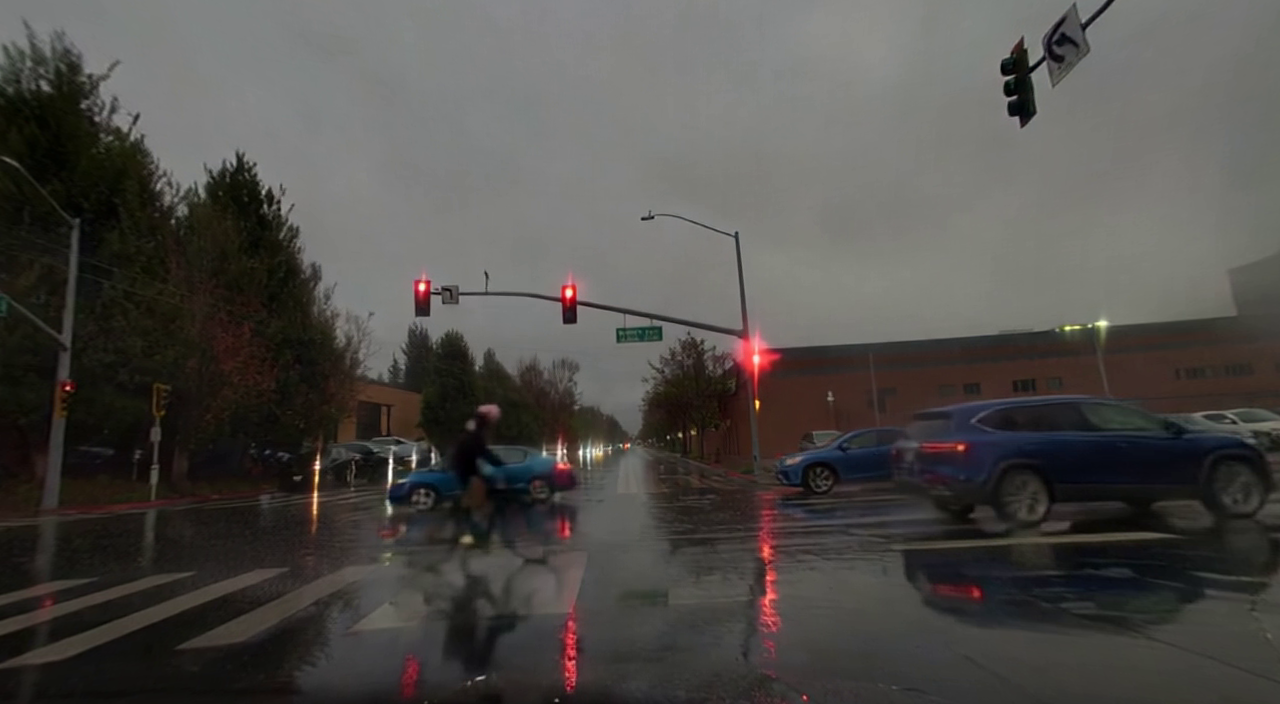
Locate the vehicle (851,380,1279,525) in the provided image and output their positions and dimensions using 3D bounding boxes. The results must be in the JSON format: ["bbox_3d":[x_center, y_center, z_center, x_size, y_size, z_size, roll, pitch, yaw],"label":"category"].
[{"bbox_3d":[6.104,1.499,9.458,5.122,1.781,2.098,-2,-9,4],"label":"vehicle"}]

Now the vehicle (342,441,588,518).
[{"bbox_3d":[-3.424,2.553,13.002,4.533,1.419,1.755,1,-9,-10],"label":"vehicle"}]

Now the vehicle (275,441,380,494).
[{"bbox_3d":[-13.728,5.060,28.151,2.251,1.957,4.968,-4,-9,-1],"label":"vehicle"}]
